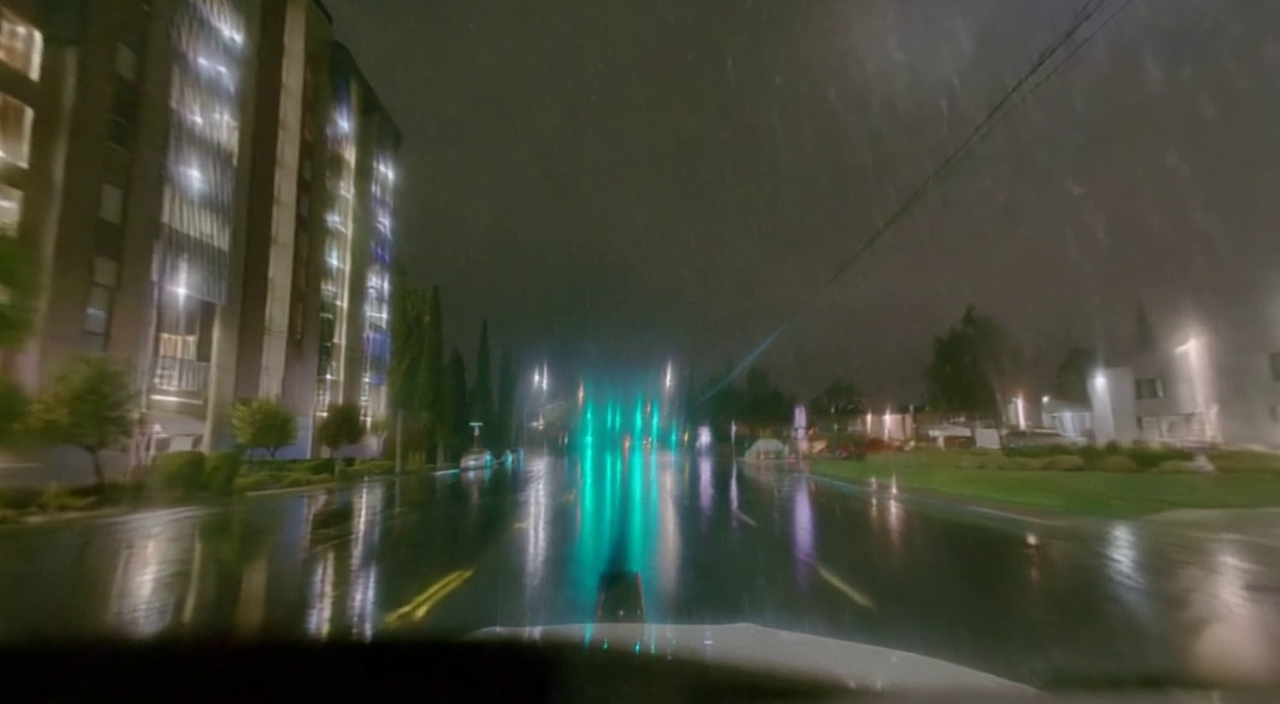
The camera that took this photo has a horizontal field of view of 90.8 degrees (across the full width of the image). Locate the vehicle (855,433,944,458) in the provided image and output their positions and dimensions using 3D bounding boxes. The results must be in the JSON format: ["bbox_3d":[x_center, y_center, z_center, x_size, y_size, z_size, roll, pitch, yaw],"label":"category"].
[{"bbox_3d":[18.526,6.720,45.310,5.466,1.734,1.999,-1,-9,1],"label":"vehicle"}]

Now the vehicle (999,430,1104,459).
[{"bbox_3d":[24.918,5.620,38.400,4.861,1.684,2.014,0,-9,1],"label":"vehicle"}]
